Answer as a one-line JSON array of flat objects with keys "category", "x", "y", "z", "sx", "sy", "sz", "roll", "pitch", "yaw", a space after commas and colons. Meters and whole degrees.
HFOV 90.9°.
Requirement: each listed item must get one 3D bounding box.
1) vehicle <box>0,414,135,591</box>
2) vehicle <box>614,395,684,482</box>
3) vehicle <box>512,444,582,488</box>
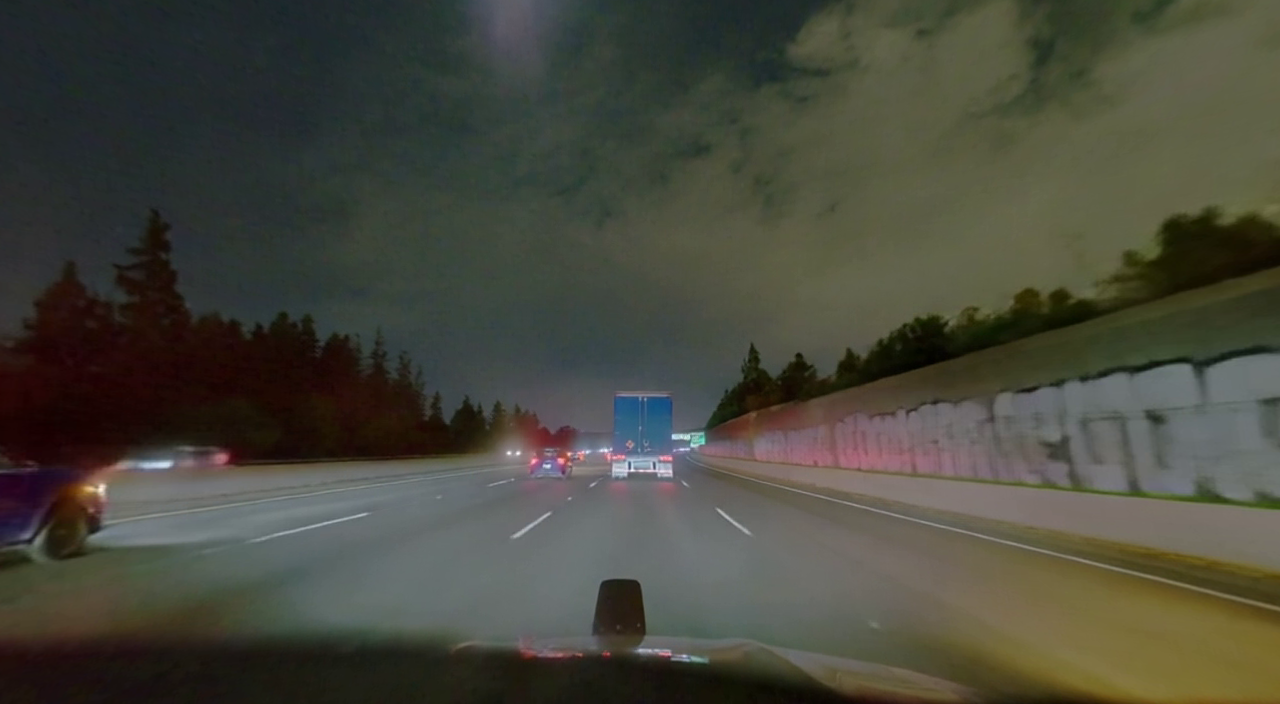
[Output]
[{"category": "vehicle", "x": -6.869, "y": 1.298, "z": 5.212, "sx": 2.005, "sy": 1.607, "sz": 4.042, "roll": 0, "pitch": -9, "yaw": -1}, {"category": "vehicle", "x": 0.322, "y": 4.394, "z": 31.425, "sx": 2.915, "sy": 3.661, "sz": 9.741, "roll": 0, "pitch": -9, "yaw": 0}, {"category": "vehicle", "x": -3.444, "y": 4.323, "z": 24.088, "sx": 2.020, "sy": 1.505, "sz": 4.171, "roll": 0, "pitch": -9, "yaw": 0}]
